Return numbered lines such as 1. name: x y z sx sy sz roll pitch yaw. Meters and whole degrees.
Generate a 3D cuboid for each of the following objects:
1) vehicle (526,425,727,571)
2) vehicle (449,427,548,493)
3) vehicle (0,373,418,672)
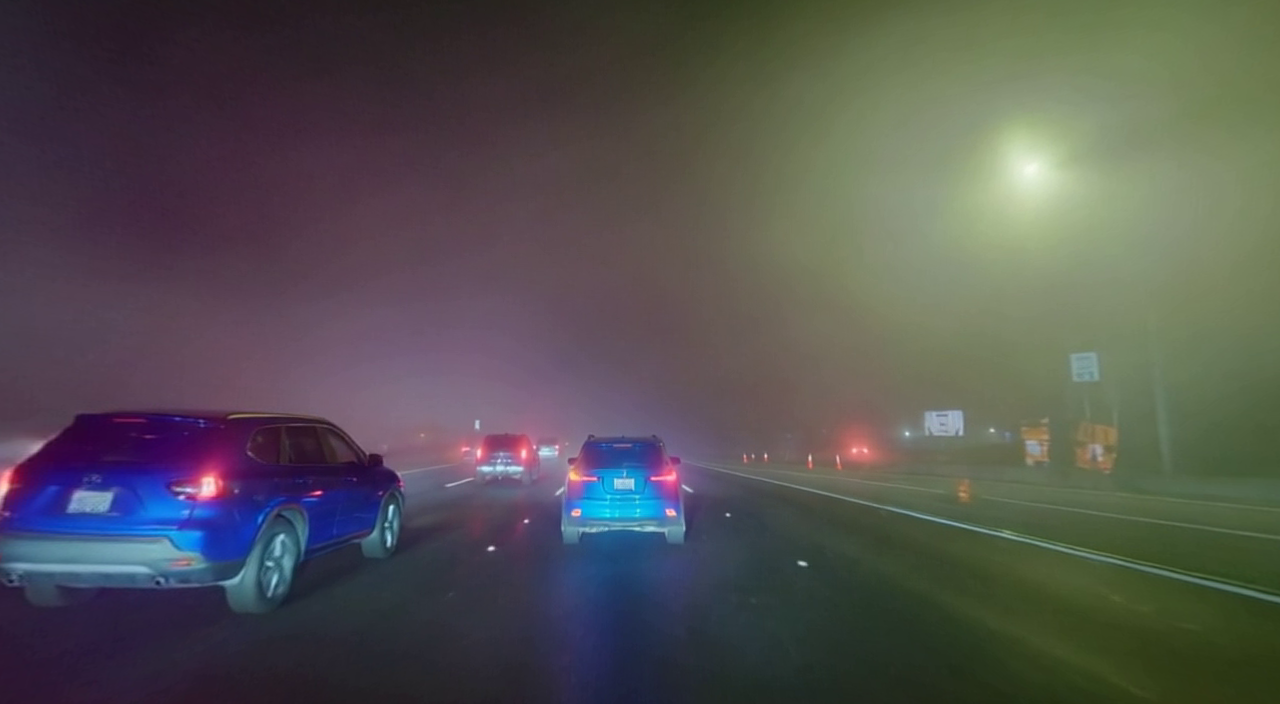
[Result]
1. vehicle: -0.202 1.807 8.574 2.069 1.484 3.982 0 -8 -2
2. vehicle: -4.011 3.139 18.636 1.982 1.727 4.057 0 -9 0
3. vehicle: -3.734 1.275 5.728 2.025 1.708 4.089 0 -9 -1
